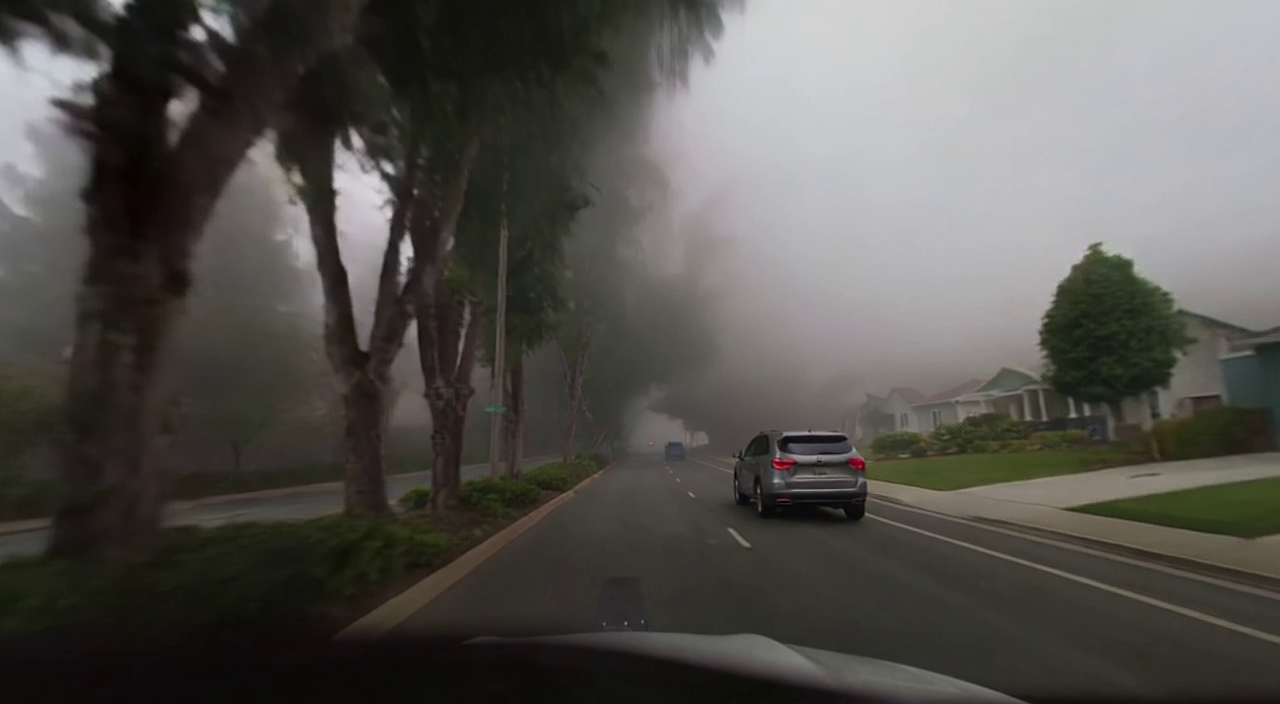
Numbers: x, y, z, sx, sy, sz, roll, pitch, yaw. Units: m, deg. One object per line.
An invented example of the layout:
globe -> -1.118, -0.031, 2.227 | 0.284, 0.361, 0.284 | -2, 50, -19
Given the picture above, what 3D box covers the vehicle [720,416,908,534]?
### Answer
vehicle -> 2.943, 2.208, 11.945 | 2.180, 1.773, 4.639 | 0, -8, -1
